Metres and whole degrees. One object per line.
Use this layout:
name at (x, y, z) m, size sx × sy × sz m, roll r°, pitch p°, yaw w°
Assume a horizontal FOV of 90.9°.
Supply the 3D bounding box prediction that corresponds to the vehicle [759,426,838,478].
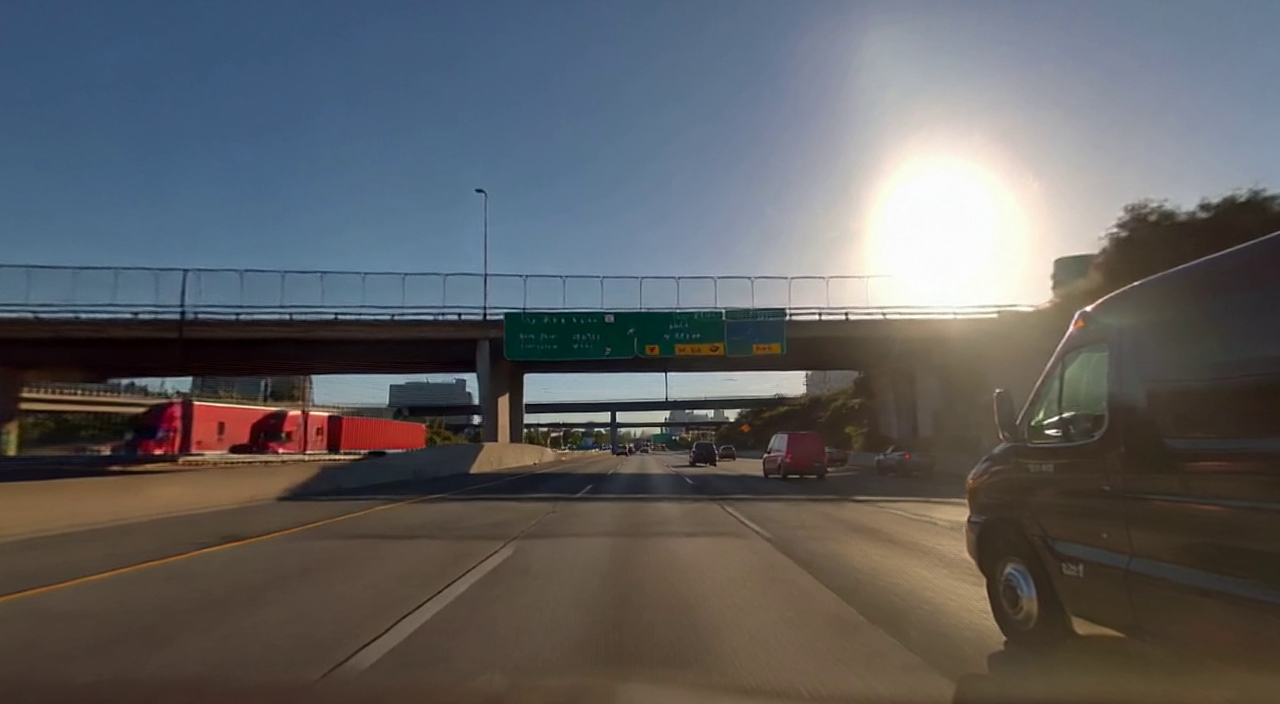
vehicle at (7.419, 4.759, 30.204) m, size 2.301 × 2.203 × 5.419 m, roll 0°, pitch -8°, yaw 0°

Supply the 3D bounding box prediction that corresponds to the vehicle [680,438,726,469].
vehicle at (4.143, 6.821, 42.637) m, size 2.464 × 1.961 × 5.520 m, roll 0°, pitch -8°, yaw -1°

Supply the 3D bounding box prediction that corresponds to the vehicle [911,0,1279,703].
vehicle at (3.257, 0.118, 1.022) m, size 2.436 × 2.745 × 7.034 m, roll 0°, pitch -8°, yaw 0°

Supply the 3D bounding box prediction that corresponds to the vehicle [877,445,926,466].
vehicle at (19.099, 7.531, 46.186) m, size 1.802 × 1.463 × 4.148 m, roll 0°, pitch -8°, yaw 0°
